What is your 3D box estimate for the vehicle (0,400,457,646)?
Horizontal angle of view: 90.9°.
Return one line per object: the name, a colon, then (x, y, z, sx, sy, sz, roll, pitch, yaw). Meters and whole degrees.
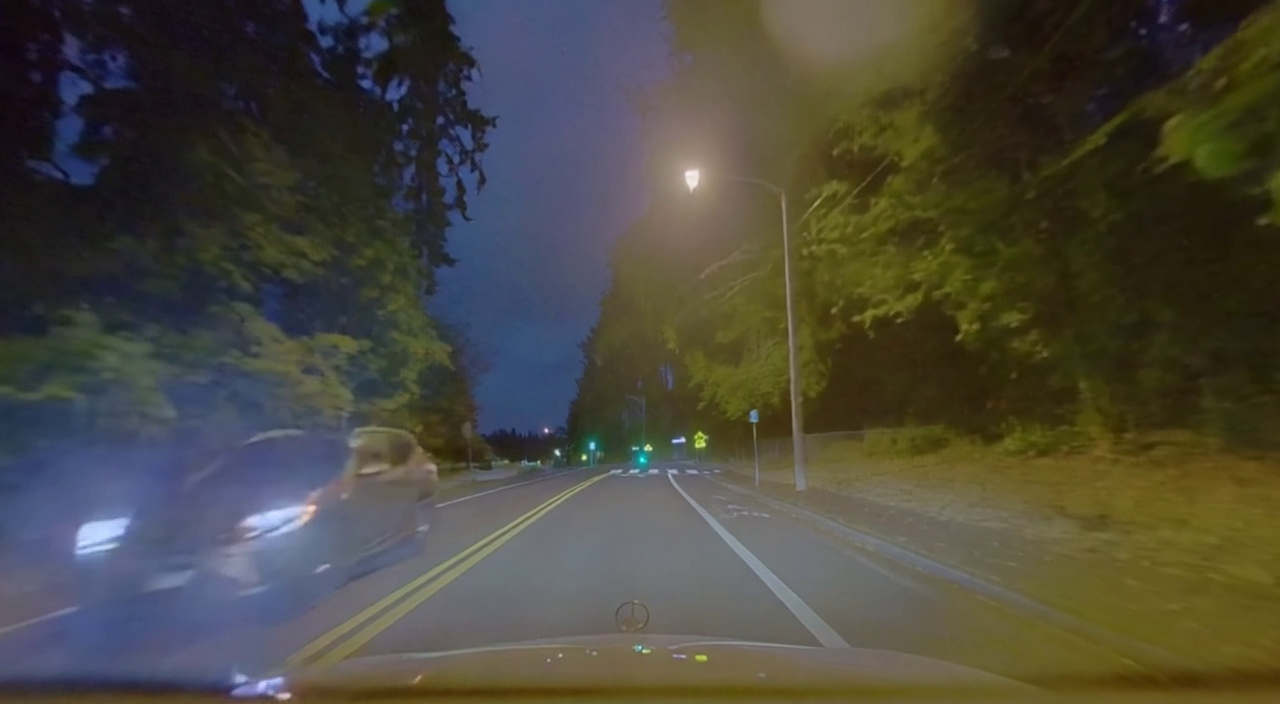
vehicle: (-3.974, 1.578, 6.949, 2.390, 1.721, 4.863, 0, -9, 1)
